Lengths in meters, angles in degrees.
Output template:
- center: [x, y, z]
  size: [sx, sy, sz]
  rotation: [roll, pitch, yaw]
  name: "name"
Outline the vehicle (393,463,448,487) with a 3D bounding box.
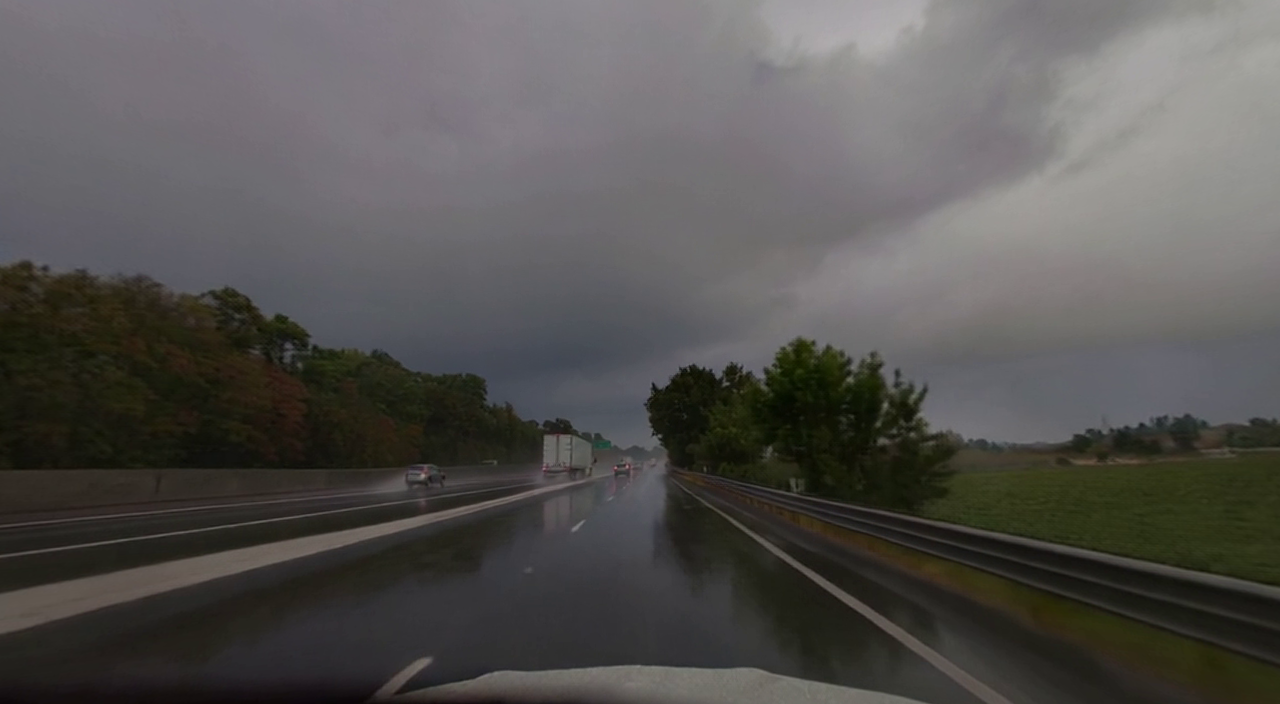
- center: [-13.952, 7.856, 40.317]
  size: [1.745, 1.430, 4.252]
  rotation: [0, -10, 4]
  name: "vehicle"
